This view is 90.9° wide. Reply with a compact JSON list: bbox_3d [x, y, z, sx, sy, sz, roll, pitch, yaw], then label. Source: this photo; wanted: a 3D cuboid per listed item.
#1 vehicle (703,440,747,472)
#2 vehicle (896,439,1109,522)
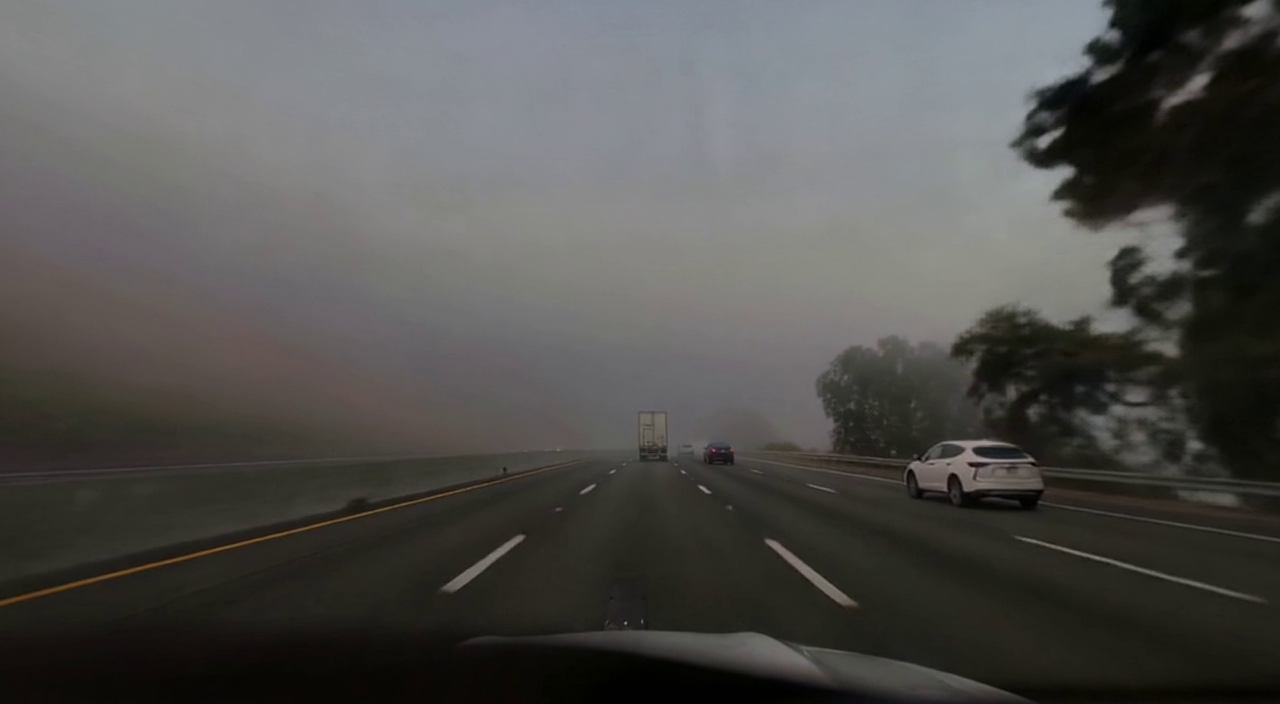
[{"bbox_3d":[4.579,5.655,34.490,1.880,1.624,3.941,0,-9,1],"label":"vehicle"},{"bbox_3d":[7.254,2.585,13.244,1.982,1.440,4.171,0,-9,0],"label":"vehicle"}]
